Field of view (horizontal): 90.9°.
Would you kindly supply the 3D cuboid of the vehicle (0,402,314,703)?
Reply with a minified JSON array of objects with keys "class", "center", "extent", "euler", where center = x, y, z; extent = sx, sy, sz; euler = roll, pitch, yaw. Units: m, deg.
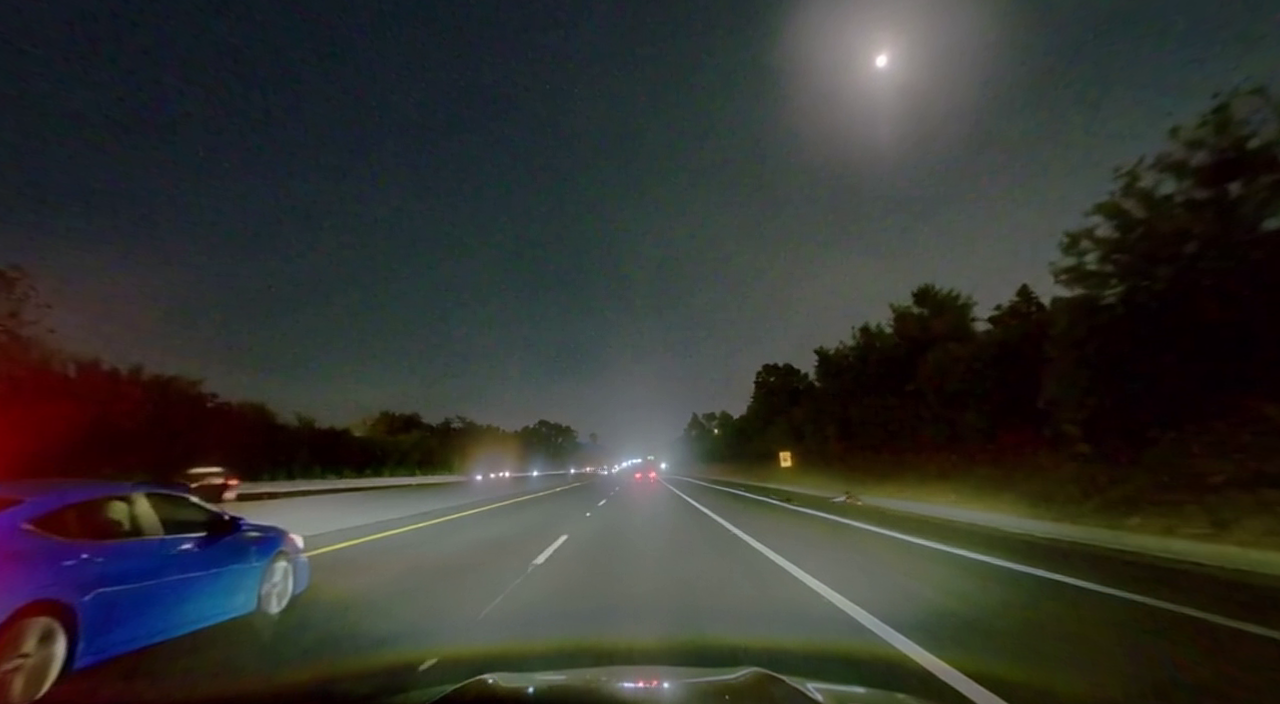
[{"class":"vehicle","center":[-3.893,1.080,3.392],"extent":[2.041,1.508,4.075],"euler":[1,-11,0]}]
